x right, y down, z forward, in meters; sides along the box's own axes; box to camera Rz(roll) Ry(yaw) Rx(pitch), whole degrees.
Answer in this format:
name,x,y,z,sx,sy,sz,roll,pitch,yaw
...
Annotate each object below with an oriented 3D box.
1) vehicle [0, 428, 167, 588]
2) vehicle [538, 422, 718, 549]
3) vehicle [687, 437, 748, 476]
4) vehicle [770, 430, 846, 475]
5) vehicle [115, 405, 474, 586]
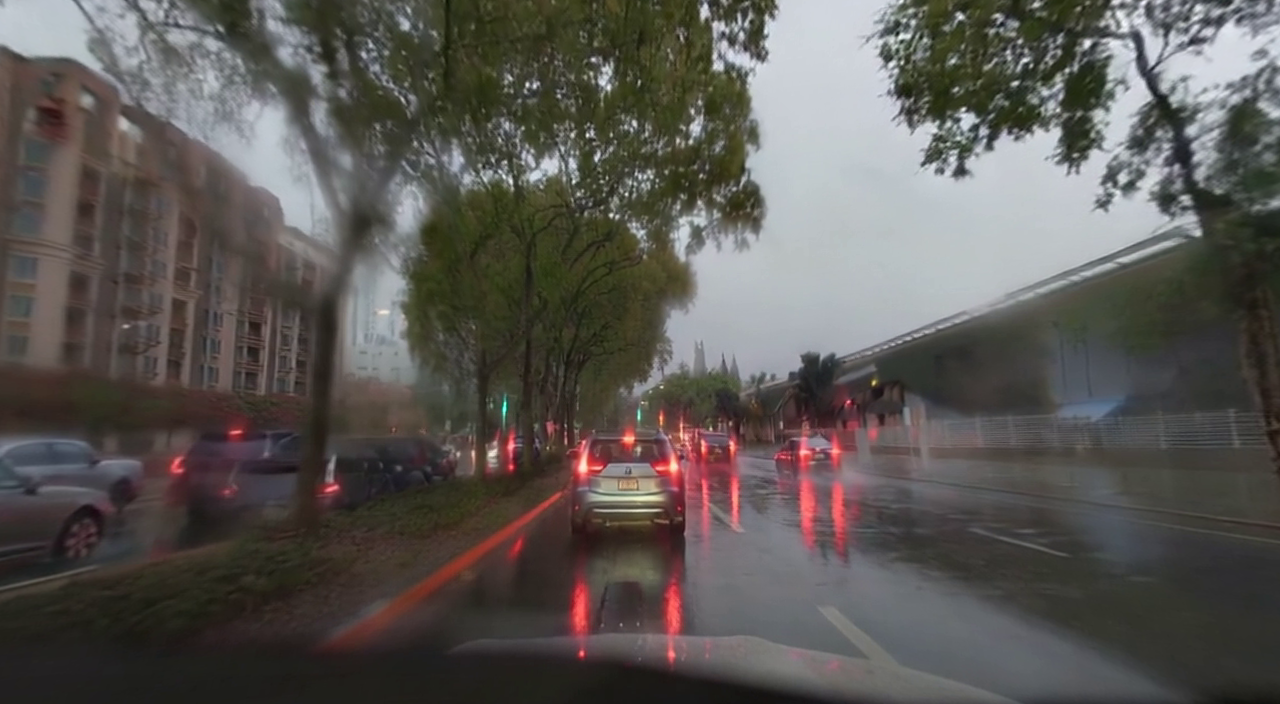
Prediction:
name,x,y,z,sx,sy,sz,roll,pitch,yaw
vehicle,-6.913,1.475,5.939,1.748,1.485,4.090,0,-9,0
vehicle,-0.177,1.916,9.741,2.161,1.501,4.184,0,-9,-1
vehicle,3.144,4.338,26.498,1.905,1.473,4.183,0,-9,-2
vehicle,6.772,4.101,25.932,1.889,1.681,4.120,0,-9,-1
vehicle,-3.720,1.627,7.980,2.009,1.619,4.376,0,-9,1
